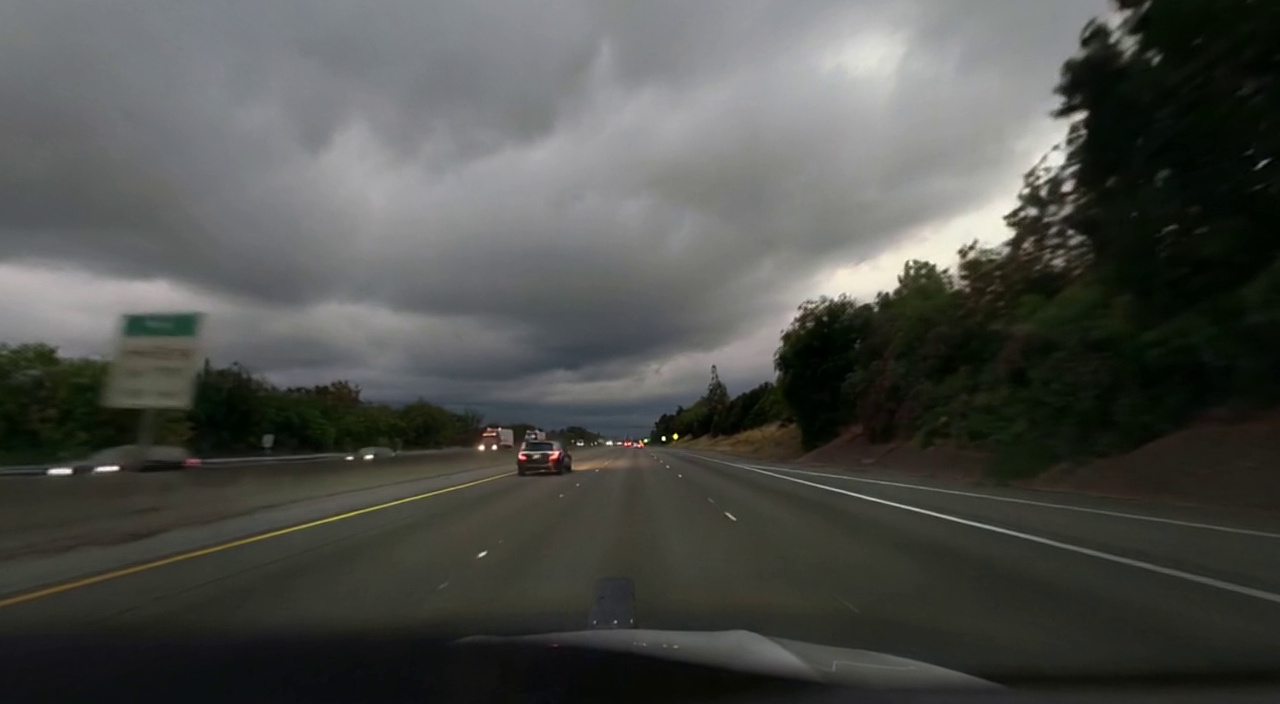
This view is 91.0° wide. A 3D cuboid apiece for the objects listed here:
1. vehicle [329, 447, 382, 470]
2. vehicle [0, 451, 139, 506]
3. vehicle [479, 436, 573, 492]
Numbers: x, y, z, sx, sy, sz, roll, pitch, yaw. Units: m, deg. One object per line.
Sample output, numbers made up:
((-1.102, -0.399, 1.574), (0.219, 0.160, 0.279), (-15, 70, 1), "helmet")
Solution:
((-20.273, 7.554, 45.002), (1.918, 1.521, 4.021), (0, -8, -1), "vehicle")
((-18.495, 3.916, 19.855), (1.868, 1.466, 4.235), (-1, -8, 1), "vehicle")
((-3.501, 3.526, 20.248), (2.158, 1.562, 4.373), (-1, -8, 1), "vehicle")
